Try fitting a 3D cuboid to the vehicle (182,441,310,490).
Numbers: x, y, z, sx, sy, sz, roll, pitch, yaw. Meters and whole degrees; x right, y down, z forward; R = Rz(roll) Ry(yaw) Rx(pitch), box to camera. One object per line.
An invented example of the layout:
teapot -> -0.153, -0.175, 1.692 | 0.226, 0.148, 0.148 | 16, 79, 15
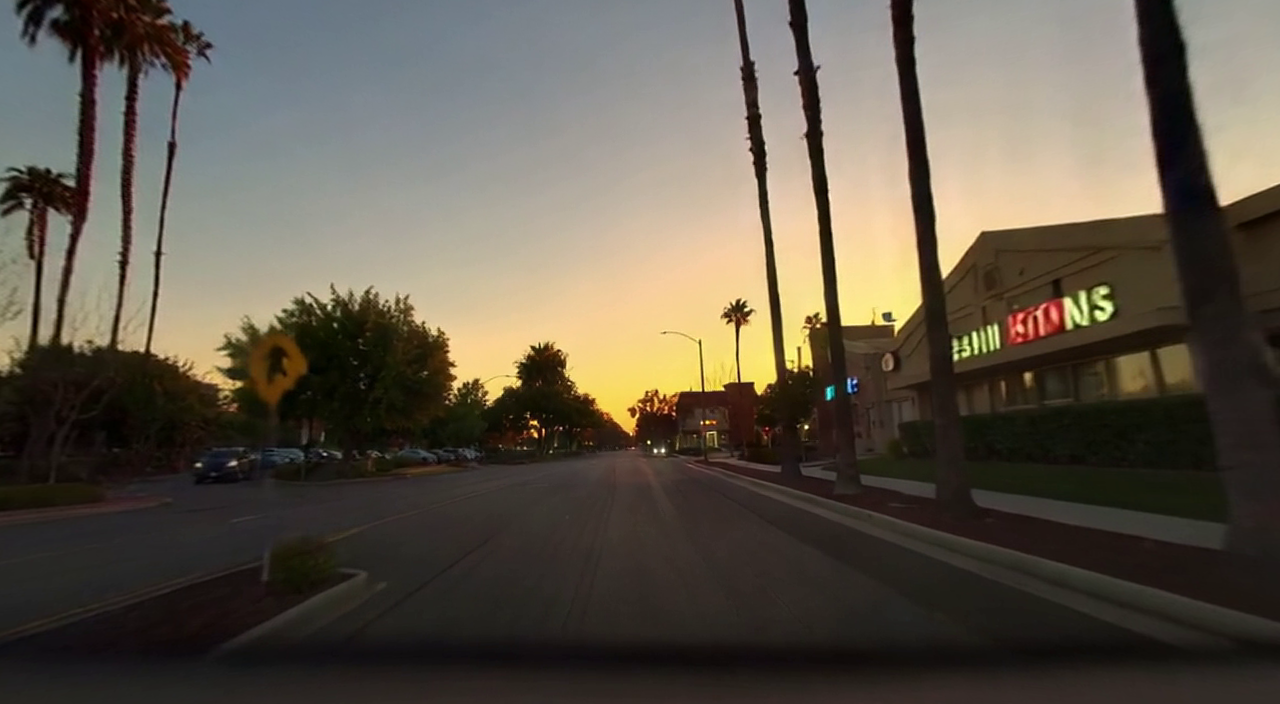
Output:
vehicle -> -16.480, 4.699, 26.440 | 4.651, 1.863, 2.174 | -4, -10, 24
